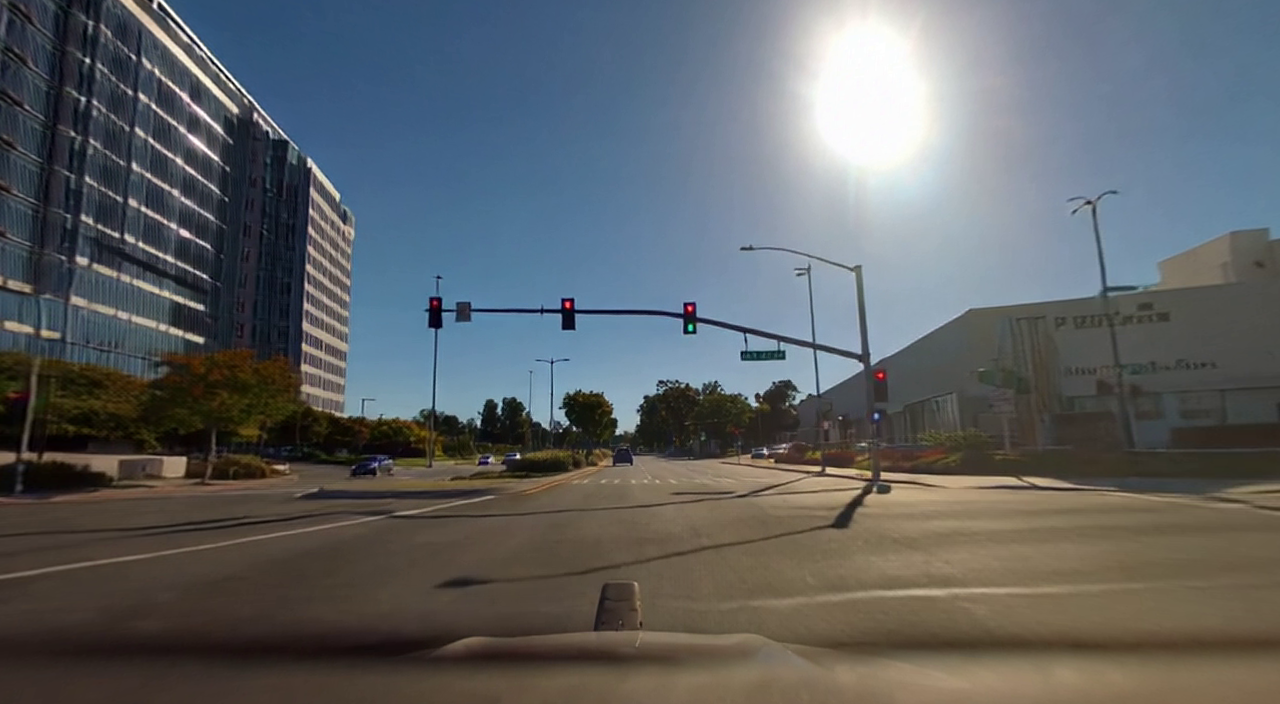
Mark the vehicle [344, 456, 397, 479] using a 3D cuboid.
[{"bbox_3d":[-19.373,8.292,45.590,1.851,1.502,4.398,0,-8,0],"label":"vehicle"}]
